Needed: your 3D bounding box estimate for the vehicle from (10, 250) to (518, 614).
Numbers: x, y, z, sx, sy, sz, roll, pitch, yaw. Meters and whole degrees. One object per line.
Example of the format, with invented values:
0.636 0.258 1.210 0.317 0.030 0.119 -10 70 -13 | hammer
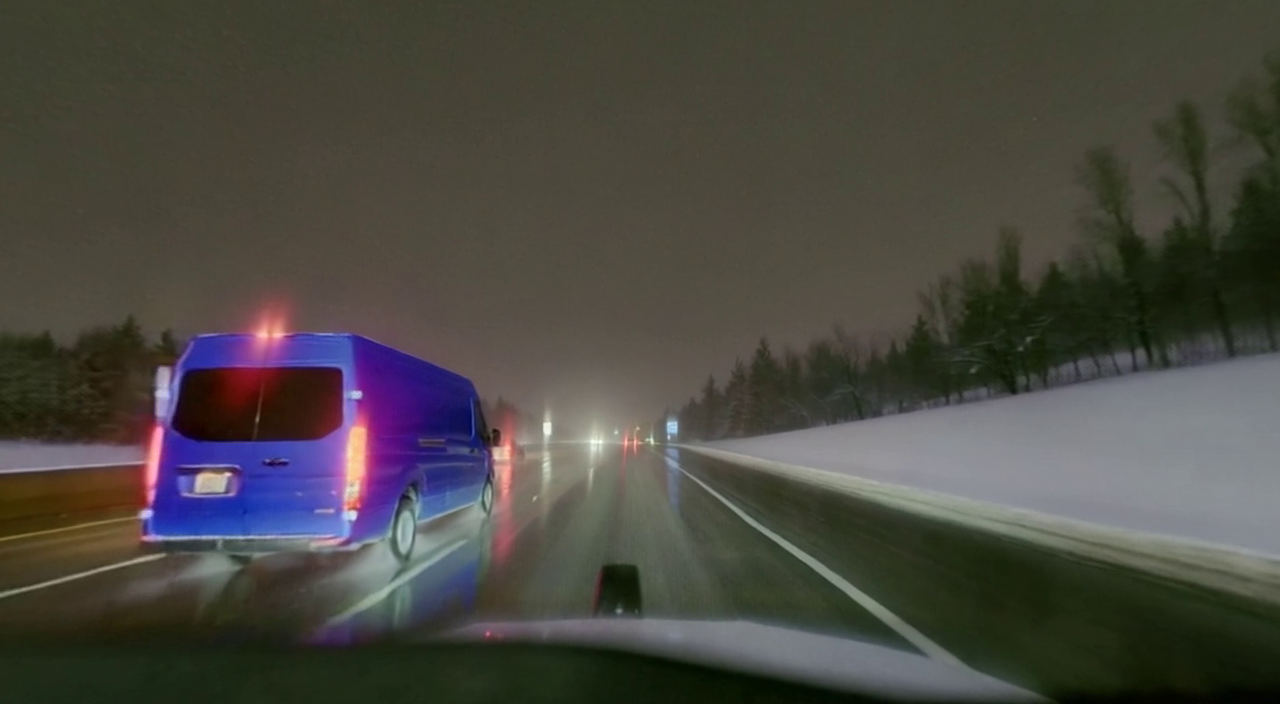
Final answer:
-3.530 1.054 8.496 2.428 2.782 7.330 0 -8 -1 | vehicle
